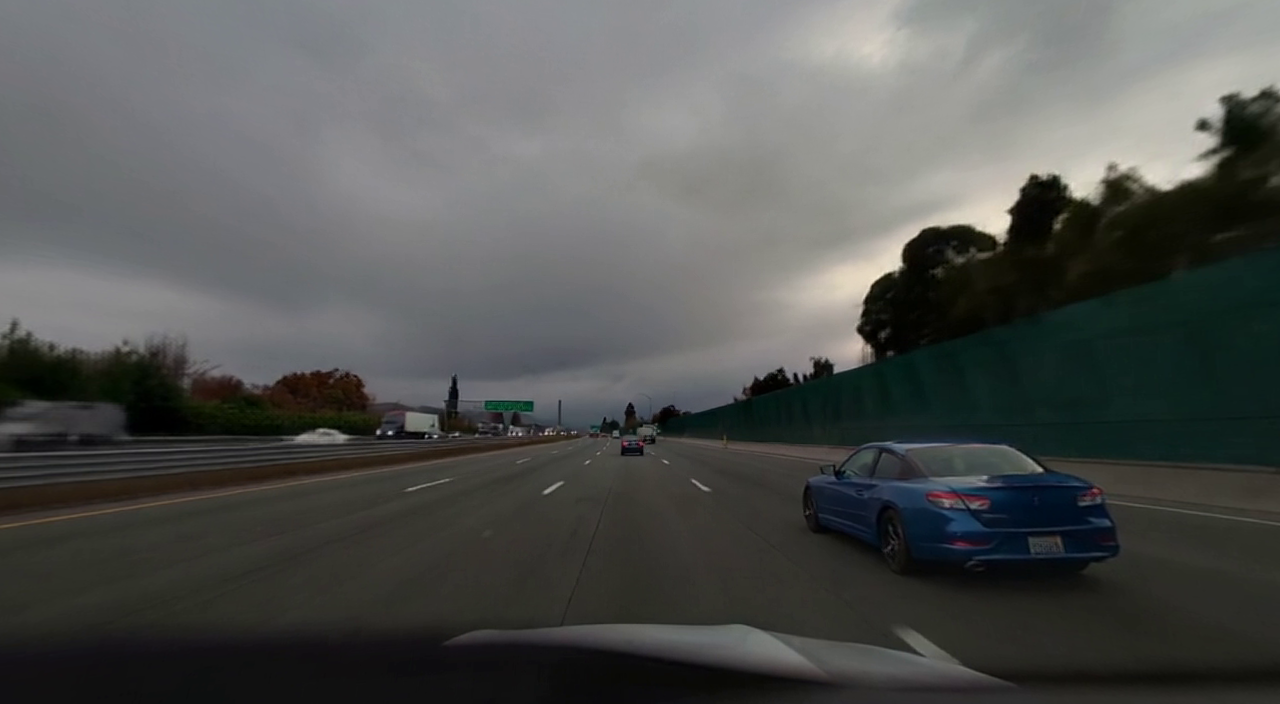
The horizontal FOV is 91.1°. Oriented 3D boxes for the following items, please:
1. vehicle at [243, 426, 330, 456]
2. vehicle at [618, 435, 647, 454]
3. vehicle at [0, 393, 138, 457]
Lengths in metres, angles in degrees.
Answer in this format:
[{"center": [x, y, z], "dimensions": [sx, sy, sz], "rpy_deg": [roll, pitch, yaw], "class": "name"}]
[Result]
[{"center": [-18.477, 4.684, 33.146], "dimensions": [1.896, 1.484, 4.705], "rpy_deg": [0, -8, 0], "class": "vehicle"}, {"center": [-0.643, 7.216, 49.104], "dimensions": [2.121, 1.445, 4.187], "rpy_deg": [0, -8, -2], "class": "vehicle"}, {"center": [-26.308, 3.361, 28.439], "dimensions": [2.310, 2.581, 5.922], "rpy_deg": [0, -8, -1], "class": "vehicle"}]
